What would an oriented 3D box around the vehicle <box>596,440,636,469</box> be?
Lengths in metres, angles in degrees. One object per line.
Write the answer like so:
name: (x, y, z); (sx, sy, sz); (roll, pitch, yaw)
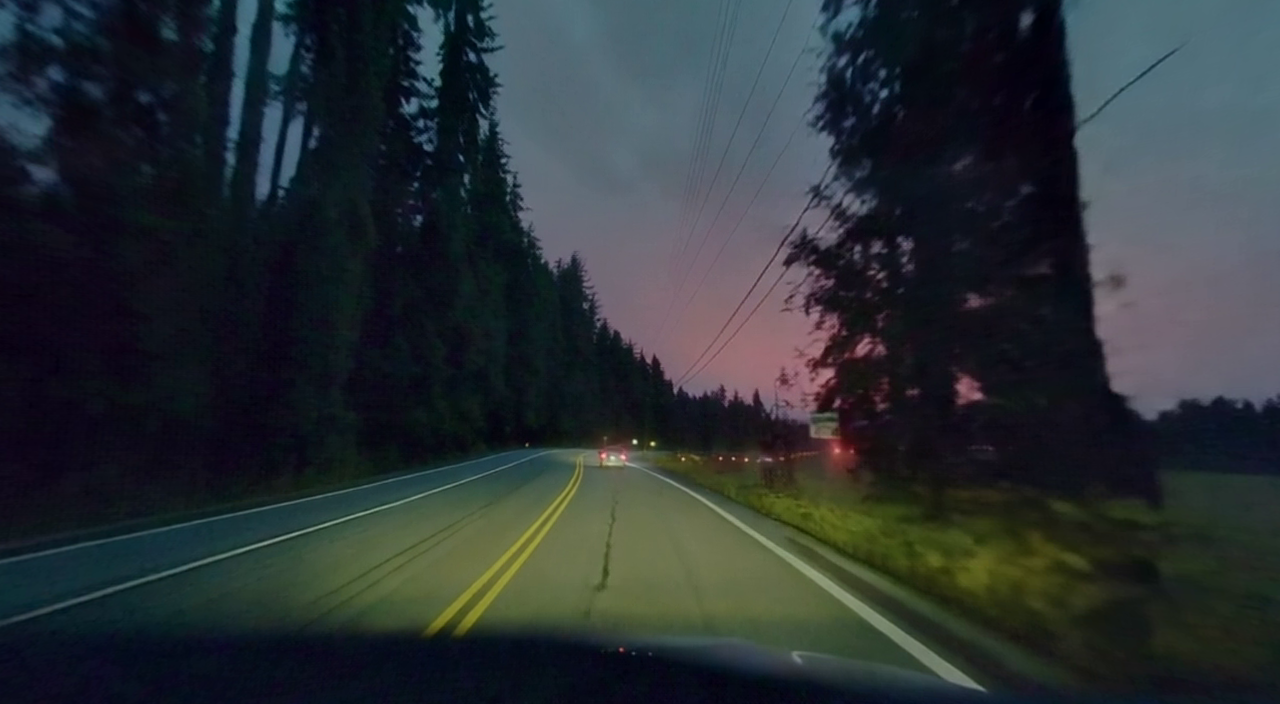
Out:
vehicle: (-1.444, 5.918, 36.649); (2.059, 1.524, 3.963); (3, -9, -4)
